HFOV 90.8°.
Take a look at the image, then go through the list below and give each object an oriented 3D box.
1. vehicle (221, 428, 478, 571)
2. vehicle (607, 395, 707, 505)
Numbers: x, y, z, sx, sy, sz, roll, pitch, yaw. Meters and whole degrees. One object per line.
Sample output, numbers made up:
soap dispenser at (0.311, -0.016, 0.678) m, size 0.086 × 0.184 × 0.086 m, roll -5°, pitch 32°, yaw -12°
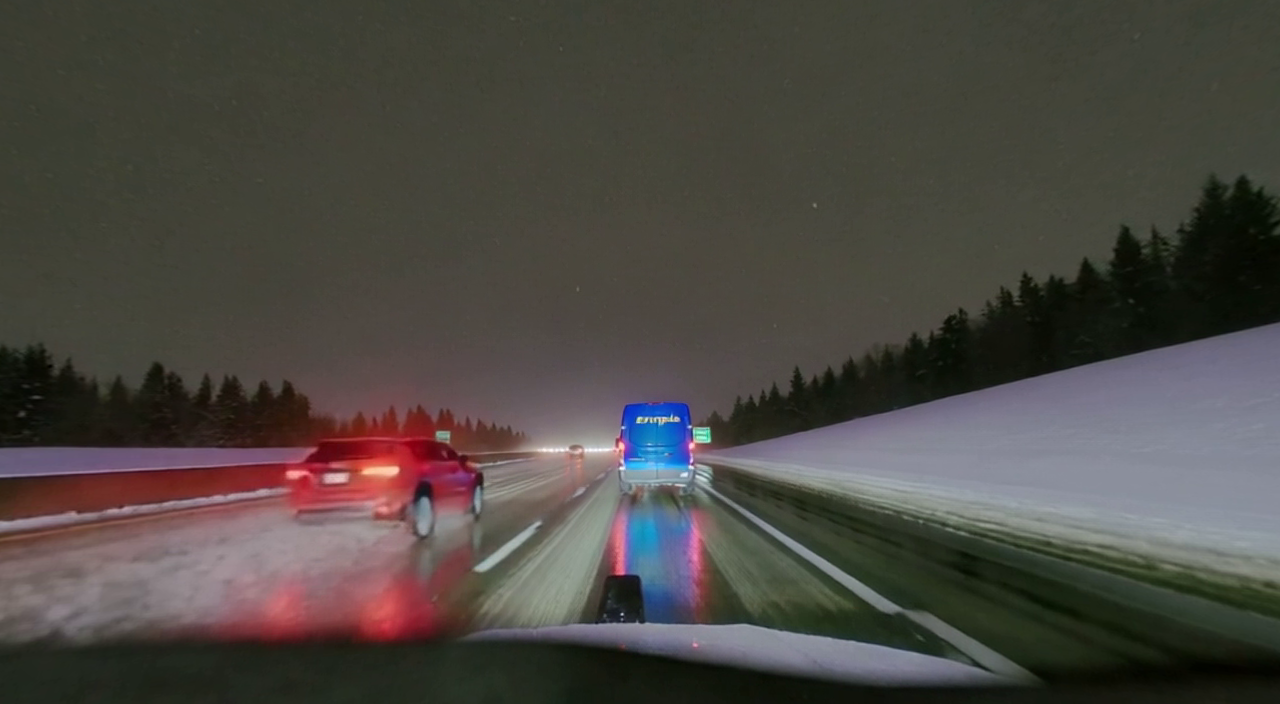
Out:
vehicle at (-3.575, 1.851, 8.564) m, size 1.788 × 1.500 × 3.475 m, roll 0°, pitch -9°, yaw 0°
vehicle at (0.314, 2.683, 17.440) m, size 2.332 × 2.558 × 5.314 m, roll 0°, pitch -9°, yaw -2°
